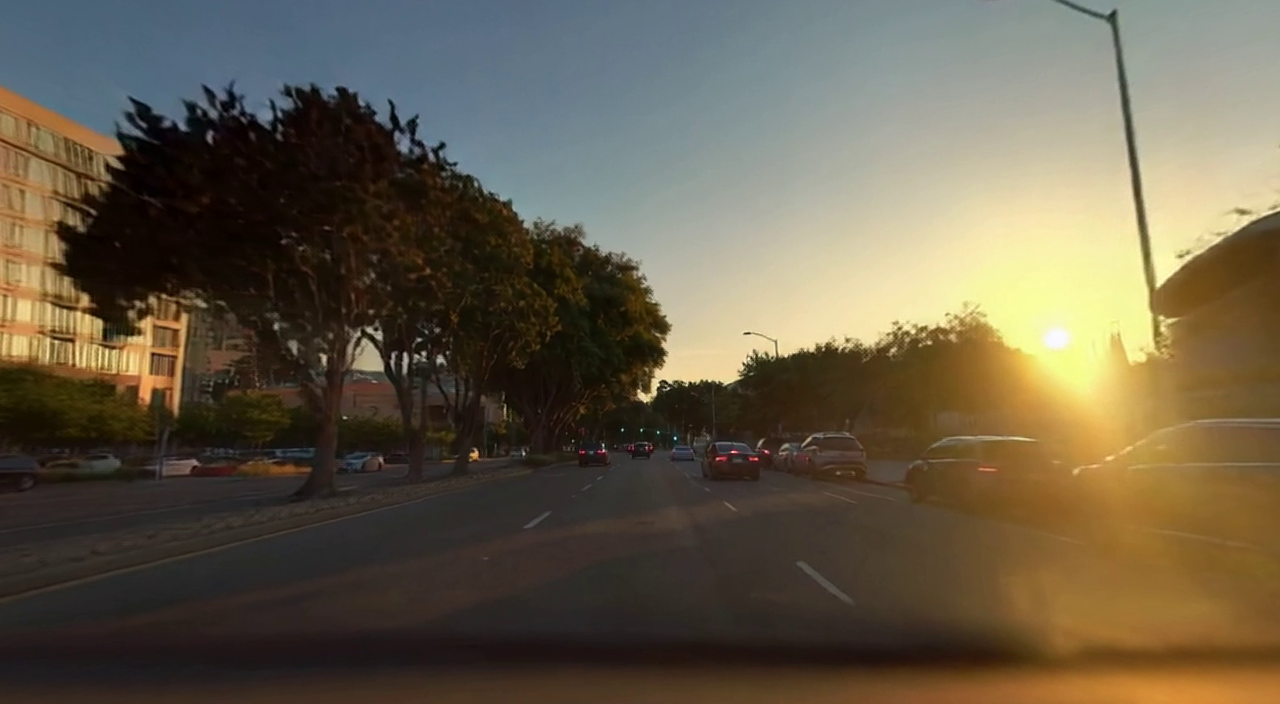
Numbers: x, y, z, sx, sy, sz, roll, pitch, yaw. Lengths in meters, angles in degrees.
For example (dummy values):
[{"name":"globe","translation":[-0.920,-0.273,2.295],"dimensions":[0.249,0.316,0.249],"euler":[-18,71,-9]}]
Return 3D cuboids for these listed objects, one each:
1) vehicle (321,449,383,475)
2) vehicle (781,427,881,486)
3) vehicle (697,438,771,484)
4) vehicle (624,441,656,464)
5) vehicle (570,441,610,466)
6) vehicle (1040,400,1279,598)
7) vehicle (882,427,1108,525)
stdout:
[{"name":"vehicle","translation":[-18.693,7.142,41.157],"dimensions":[1.864,1.458,4.598],"euler":[-4,-8,1]},{"name":"vehicle","translation":[6.838,3.810,23.265],"dimensions":[2.215,1.909,4.875],"euler":[0,-8,1]},{"name":"vehicle","translation":[3.285,3.924,22.942],"dimensions":[1.990,1.486,4.431],"euler":[0,-8,0]},{"name":"vehicle","translation":[0.038,6.895,43.217],"dimensions":[2.101,1.480,3.929],"euler":[-1,-8,2]},{"name":"vehicle","translation":[-3.085,6.406,39.800],"dimensions":[2.082,1.467,4.379],"euler":[0,-8,1]},{"name":"vehicle","translation":[6.763,1.451,6.563],"dimensions":[2.023,1.758,4.795],"euler":[0,-8,0]},{"name":"vehicle","translation":[6.849,2.421,12.853],"dimensions":[2.072,1.631,4.246],"euler":[0,-8,-1]}]
